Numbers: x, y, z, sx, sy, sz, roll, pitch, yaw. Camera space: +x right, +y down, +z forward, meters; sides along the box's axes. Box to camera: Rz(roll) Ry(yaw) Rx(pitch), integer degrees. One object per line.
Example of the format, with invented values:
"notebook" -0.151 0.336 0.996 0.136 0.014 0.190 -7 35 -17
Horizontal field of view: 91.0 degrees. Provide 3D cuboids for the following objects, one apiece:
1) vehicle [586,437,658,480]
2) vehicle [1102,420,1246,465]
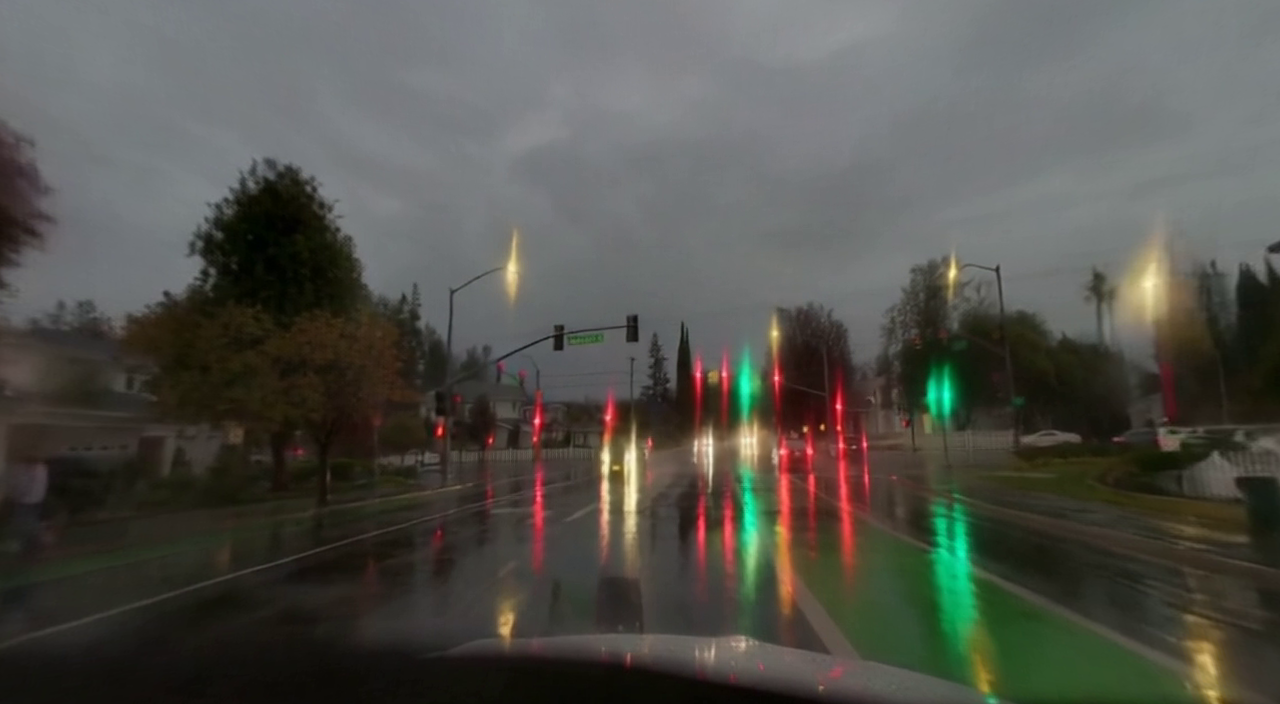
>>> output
"vehicle" -0.582 4.133 24.765 1.904 1.489 4.746 -2 -8 10
"vehicle" 20.774 3.556 24.846 1.937 1.474 5.114 -4 -8 10
